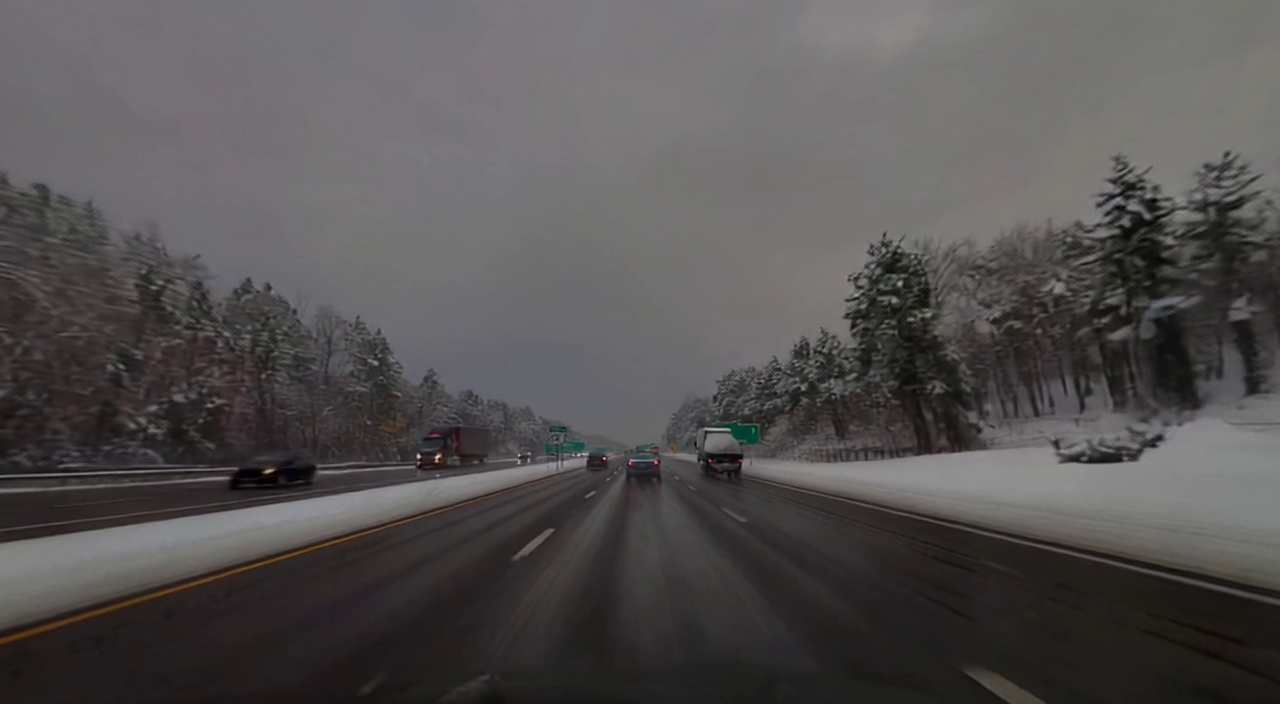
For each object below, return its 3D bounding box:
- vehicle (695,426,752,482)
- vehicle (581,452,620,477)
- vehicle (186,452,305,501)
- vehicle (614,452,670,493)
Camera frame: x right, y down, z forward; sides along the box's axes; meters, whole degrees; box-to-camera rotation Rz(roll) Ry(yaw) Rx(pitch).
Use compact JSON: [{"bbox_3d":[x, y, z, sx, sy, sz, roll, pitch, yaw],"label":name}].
[{"bbox_3d":[5.104,6.086,37.506,2.650,2.978,6.937,-3,-10,12],"label":"vehicle"},{"bbox_3d":[-2.421,7.067,39.814,2.105,1.467,4.099,0,-9,2],"label":"vehicle"},{"bbox_3d":[-15.649,4.929,25.323,1.957,1.779,4.308,0,-9,0],"label":"vehicle"},{"bbox_3d":[0.069,4.851,25.778,2.089,1.516,4.191,0,-9,0],"label":"vehicle"}]
